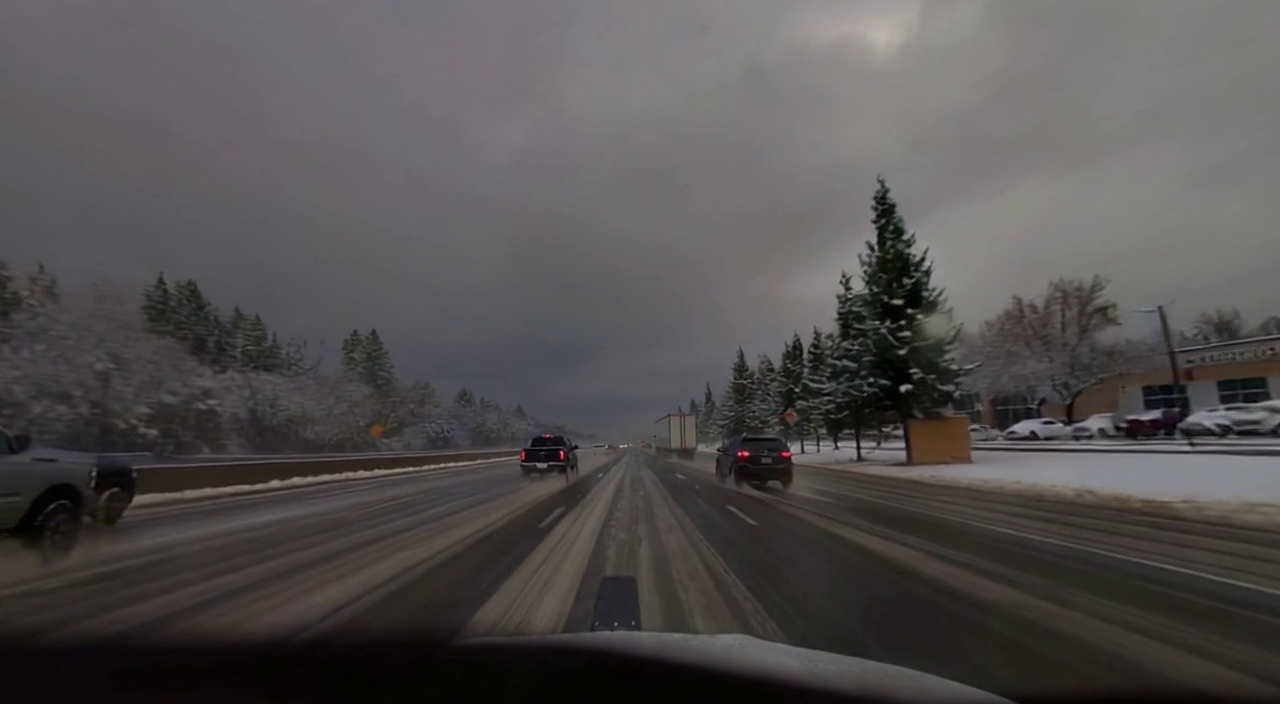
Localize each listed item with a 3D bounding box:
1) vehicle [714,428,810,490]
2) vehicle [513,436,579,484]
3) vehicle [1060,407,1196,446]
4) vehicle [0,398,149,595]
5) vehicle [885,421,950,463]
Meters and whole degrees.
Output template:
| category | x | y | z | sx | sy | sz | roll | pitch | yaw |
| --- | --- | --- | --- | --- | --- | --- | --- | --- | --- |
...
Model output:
| category | x | y | z | sx | sy | sz | roll | pitch | yaw |
| --- | --- | --- | --- | --- | --- | --- | --- | --- | --- |
| vehicle | 3.931 | 3.541 | 21.202 | 2.198 | 1.807 | 4.530 | 0 | -8 | -1 |
| vehicle | -3.686 | 4.337 | 25.631 | 1.987 | 1.765 | 4.508 | 0 | -8 | 0 |
| vehicle | 29.636 | 4.624 | 38.607 | 5.997 | 2.075 | 2.388 | -3 | -9 | 10 |
| vehicle | -7.047 | 1.191 | 4.804 | 2.129 | 1.813 | 5.525 | 0 | -8 | 0 |
| vehicle | 19.662 | 6.448 | 44.995 | 2.417 | 2.793 | 4.485 | 0 | -9 | -1 |
